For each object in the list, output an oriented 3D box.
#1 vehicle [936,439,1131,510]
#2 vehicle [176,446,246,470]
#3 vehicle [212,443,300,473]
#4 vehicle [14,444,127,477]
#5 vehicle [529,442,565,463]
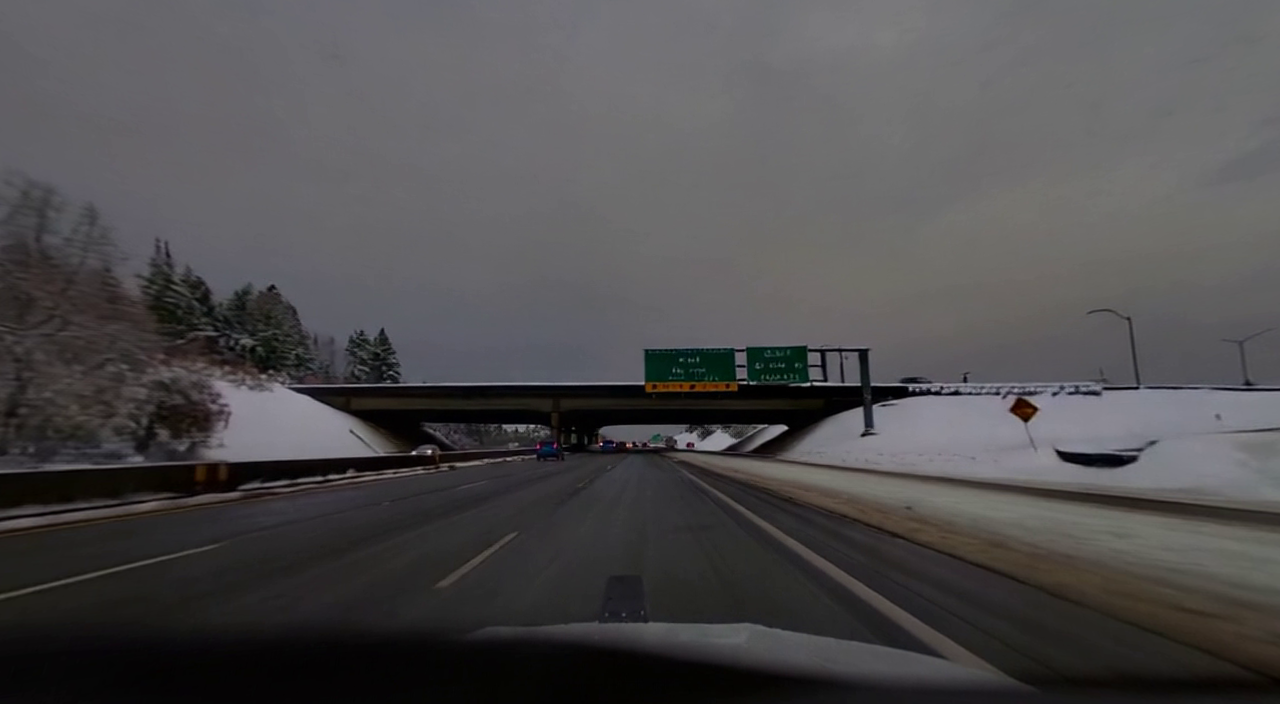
[{"bbox_3d":[9.488,2.953,15.732,2.000,1.515,4.188,0,-8,-3],"label":"vehicle"},{"bbox_3d":[-31.933,7.869,47.143,1.884,1.678,4.414,-1,-8,4],"label":"vehicle"},{"bbox_3d":[-21.477,5.928,35.518,1.991,1.538,4.561,0,-8,1],"label":"vehicle"},{"bbox_3d":[-36.047,6.853,40.181,2.029,1.911,5.328,-1,-8,3],"label":"vehicle"},{"bbox_3d":[-7.062,7.677,48.316,1.987,1.486,4.174,0,-8,1],"label":"vehicle"}]
